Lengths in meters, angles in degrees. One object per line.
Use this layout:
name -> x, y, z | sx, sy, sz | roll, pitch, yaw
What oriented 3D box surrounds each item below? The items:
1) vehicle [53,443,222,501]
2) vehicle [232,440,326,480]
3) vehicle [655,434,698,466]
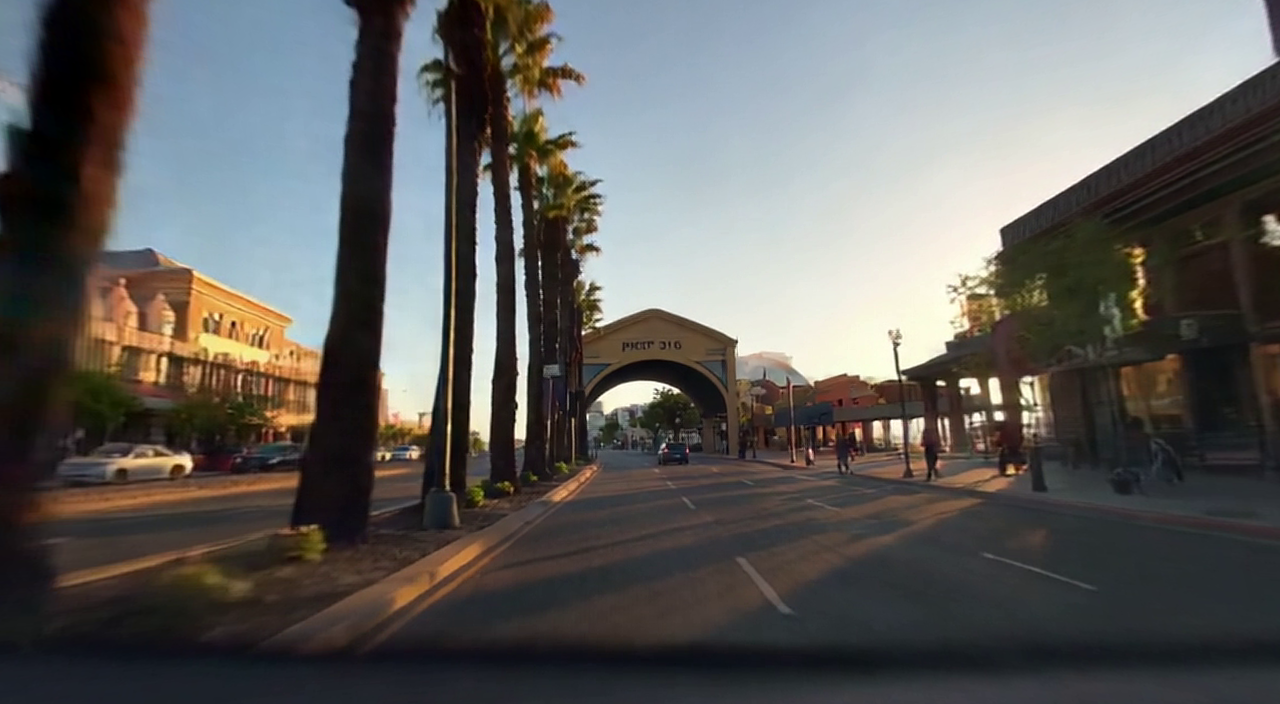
vehicle -> -18.119, 4.308, 23.233 | 2.049, 1.878, 5.125 | 0, -9, -2
vehicle -> -18.460, 5.523, 32.604 | 2.136, 1.890, 4.670 | 0, -9, -1
vehicle -> 2.358, 6.603, 42.617 | 2.284, 2.010, 6.670 | 0, -9, -2
